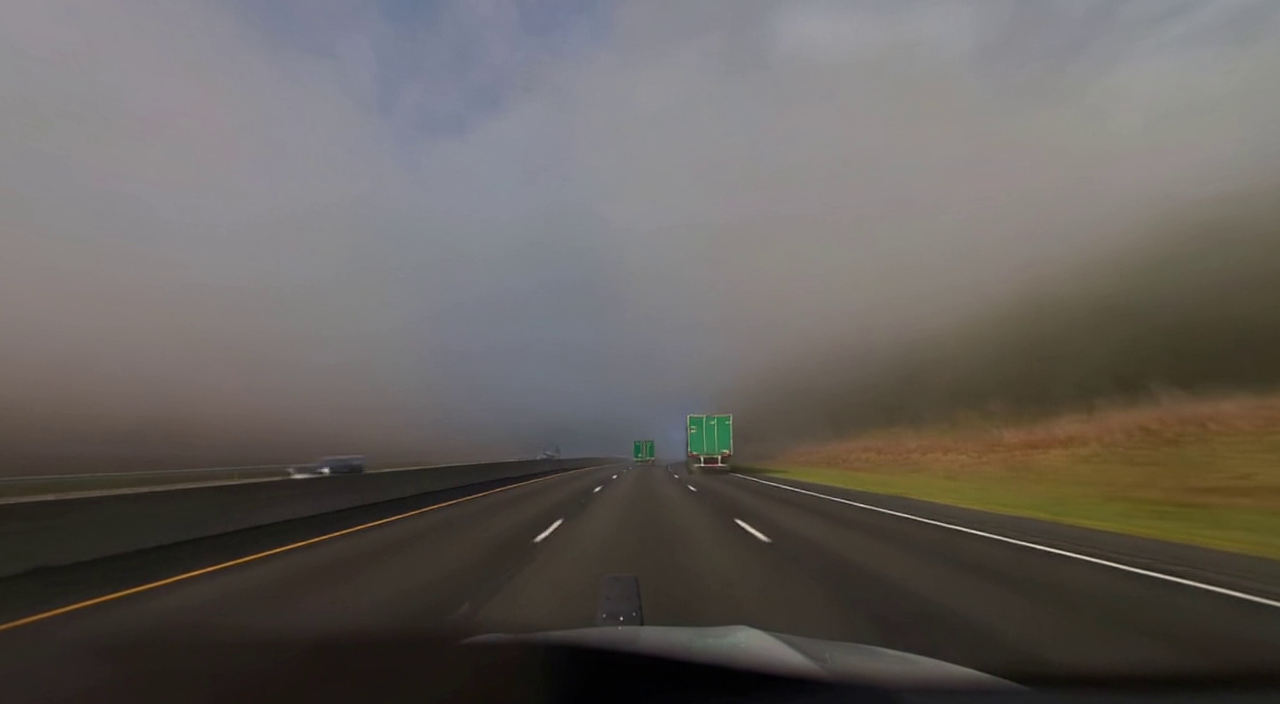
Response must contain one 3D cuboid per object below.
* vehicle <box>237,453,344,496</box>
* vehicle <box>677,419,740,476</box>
[{"bbox_3d":[-14.775,5.175,27.044,1.914,1.652,4.631,0,-9,0],"label":"vehicle"},{"bbox_3d":[4.336,6.365,42.027,2.960,3.381,8.914,0,-9,-1],"label":"vehicle"}]
